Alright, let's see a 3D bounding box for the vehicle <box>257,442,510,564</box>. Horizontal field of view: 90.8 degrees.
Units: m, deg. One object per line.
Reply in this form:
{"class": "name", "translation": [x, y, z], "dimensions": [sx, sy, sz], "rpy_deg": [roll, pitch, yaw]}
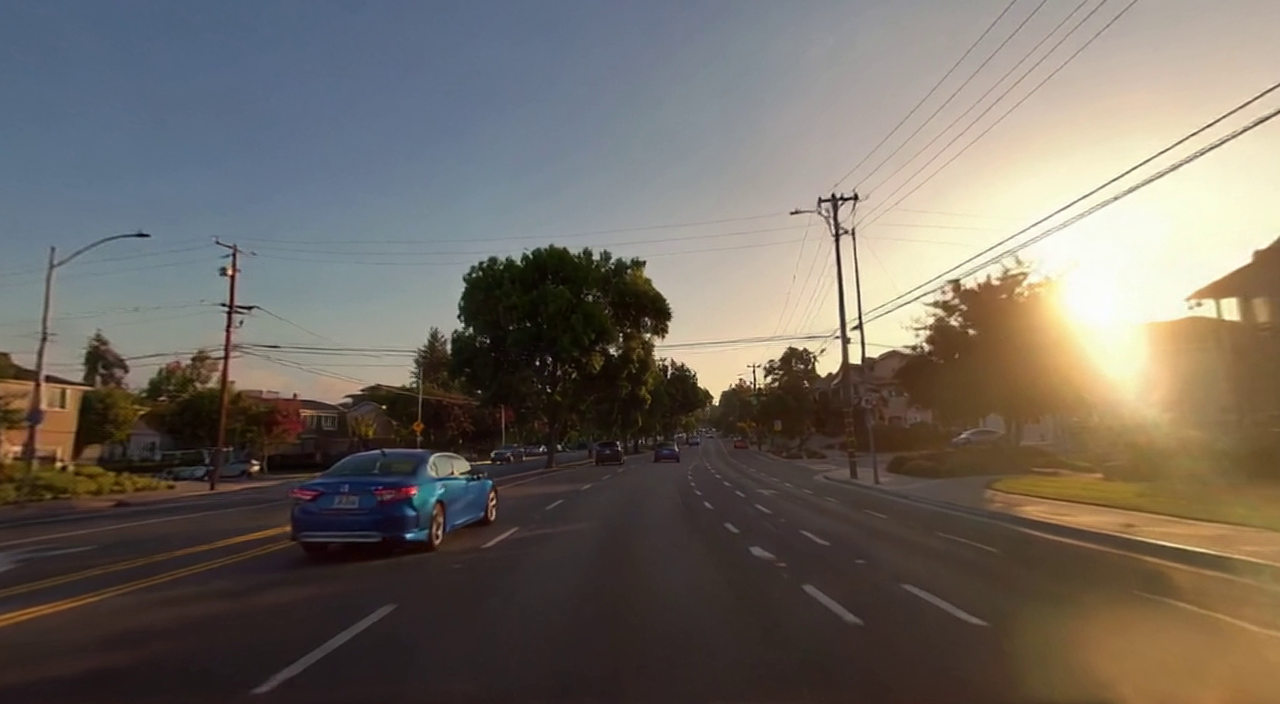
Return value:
{"class": "vehicle", "translation": [-3.468, 2.092, 9.661], "dimensions": [1.901, 1.409, 4.442], "rpy_deg": [0, -8, 2]}

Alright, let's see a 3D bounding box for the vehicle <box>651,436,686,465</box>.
{"class": "vehicle", "translation": [1.990, 6.668, 42.812], "dimensions": [2.155, 1.836, 4.250], "rpy_deg": [-1, -8, 6]}

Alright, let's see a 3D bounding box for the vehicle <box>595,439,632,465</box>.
{"class": "vehicle", "translation": [-1.756, 6.848, 43.338], "dimensions": [1.899, 1.685, 4.121], "rpy_deg": [-1, -8, 6]}

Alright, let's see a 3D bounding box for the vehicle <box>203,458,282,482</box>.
{"class": "vehicle", "translation": [-26.203, 7.779, 41.674], "dimensions": [4.240, 1.442, 1.574], "rpy_deg": [-1, -8, 6]}
